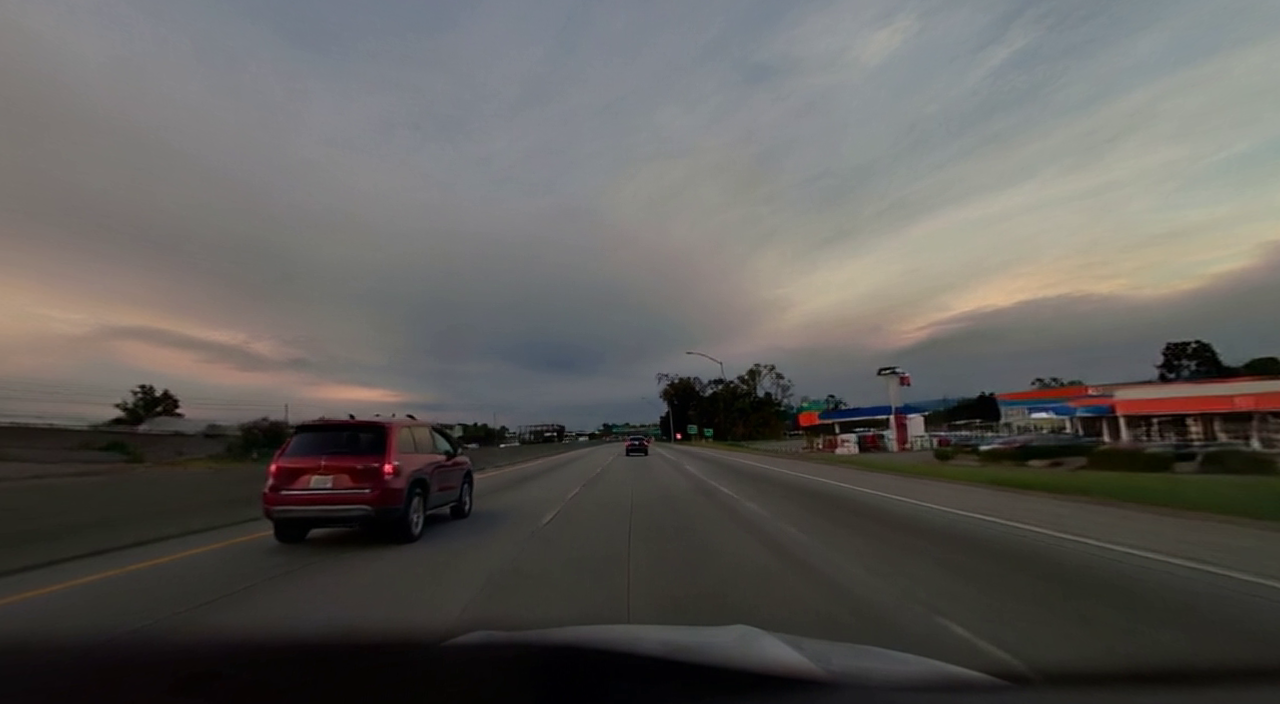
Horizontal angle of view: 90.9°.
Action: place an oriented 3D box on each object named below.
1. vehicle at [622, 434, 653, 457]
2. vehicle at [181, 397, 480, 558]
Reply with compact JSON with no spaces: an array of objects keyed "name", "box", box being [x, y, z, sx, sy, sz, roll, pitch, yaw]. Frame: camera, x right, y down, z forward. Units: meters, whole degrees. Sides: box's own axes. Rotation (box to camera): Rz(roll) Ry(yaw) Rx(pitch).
[{"name":"vehicle","box":[-0.199,6.918,46.799,2.151,1.550,4.694,0,-8,-1]},{"name":"vehicle","box":[-3.931,1.654,9.127,2.061,1.732,4.457,0,-8,0]}]
